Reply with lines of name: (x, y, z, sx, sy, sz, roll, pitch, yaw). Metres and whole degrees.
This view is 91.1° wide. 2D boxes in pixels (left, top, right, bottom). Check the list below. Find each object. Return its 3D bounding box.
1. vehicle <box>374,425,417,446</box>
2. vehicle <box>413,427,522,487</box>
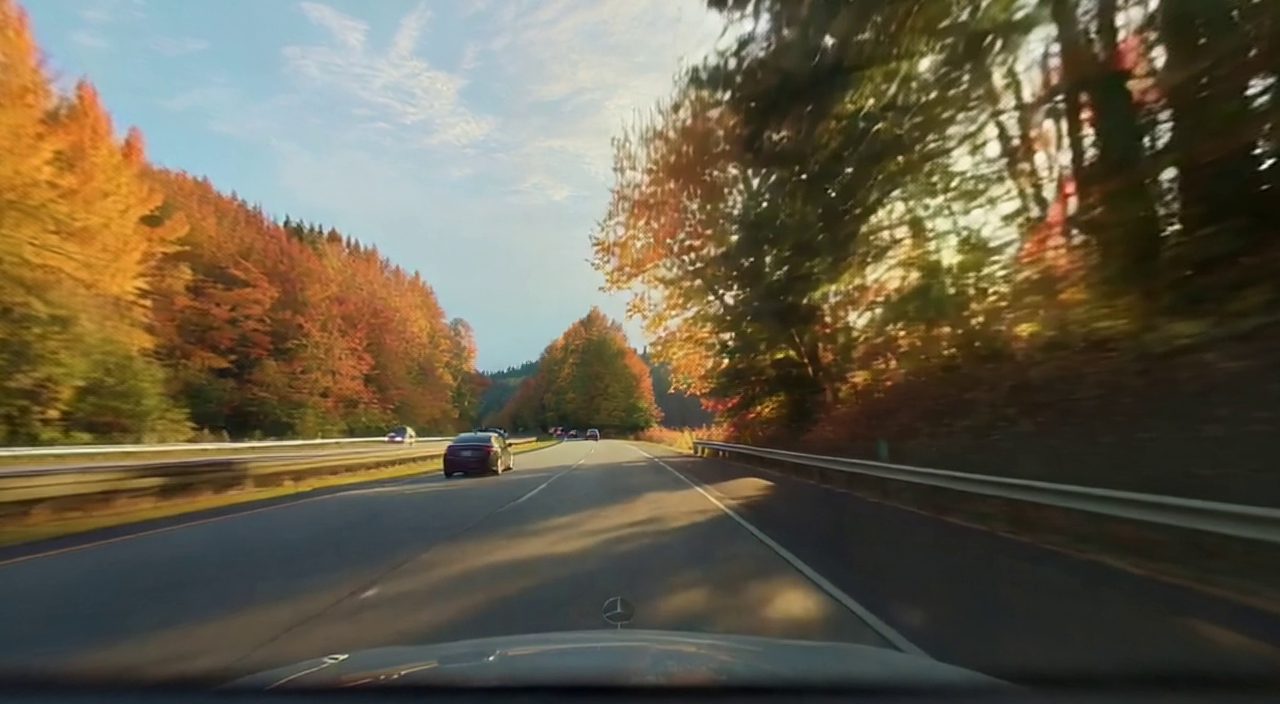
vehicle: (-18.797, 6.445, 48.532, 1.815, 1.511, 3.997, 0, -8, -1)
vehicle: (-4.932, 3.044, 18.707, 2.073, 1.559, 4.393, 0, -8, -1)
